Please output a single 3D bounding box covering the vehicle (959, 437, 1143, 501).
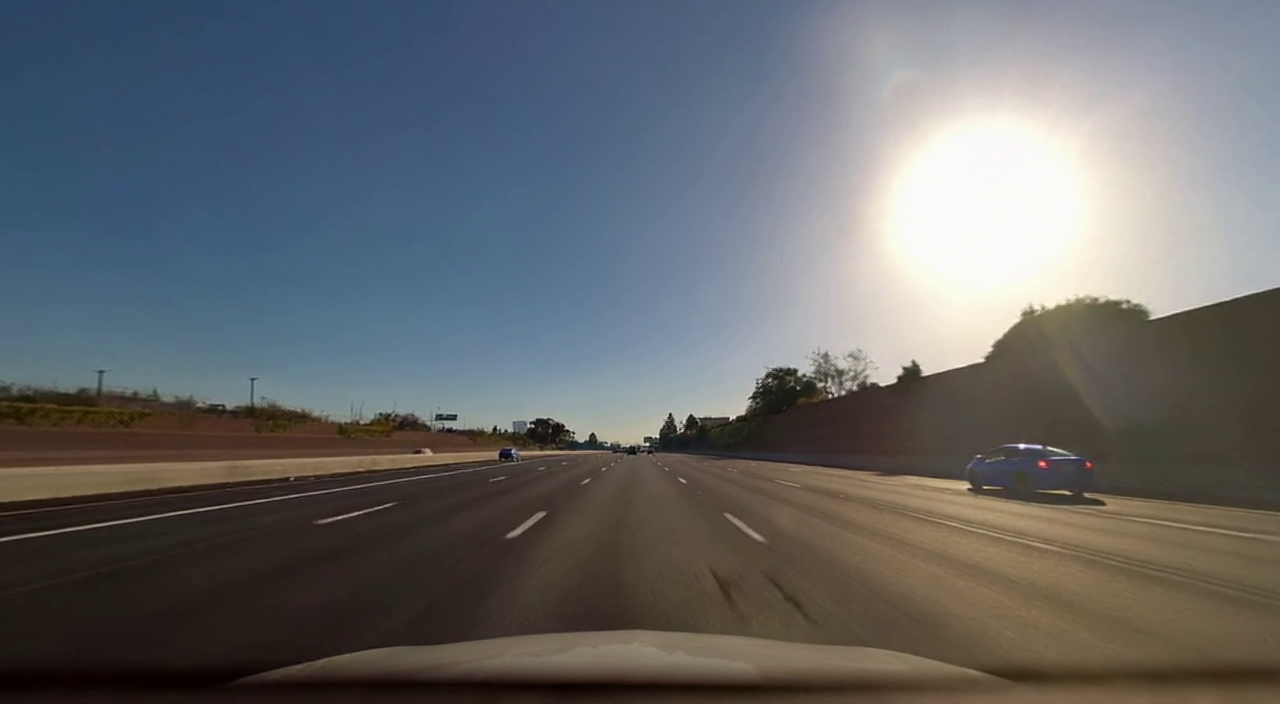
[{"bbox_3d":[10.996,3.141,17.419,1.985,1.493,4.486,0,-9,-1],"label":"vehicle"}]
